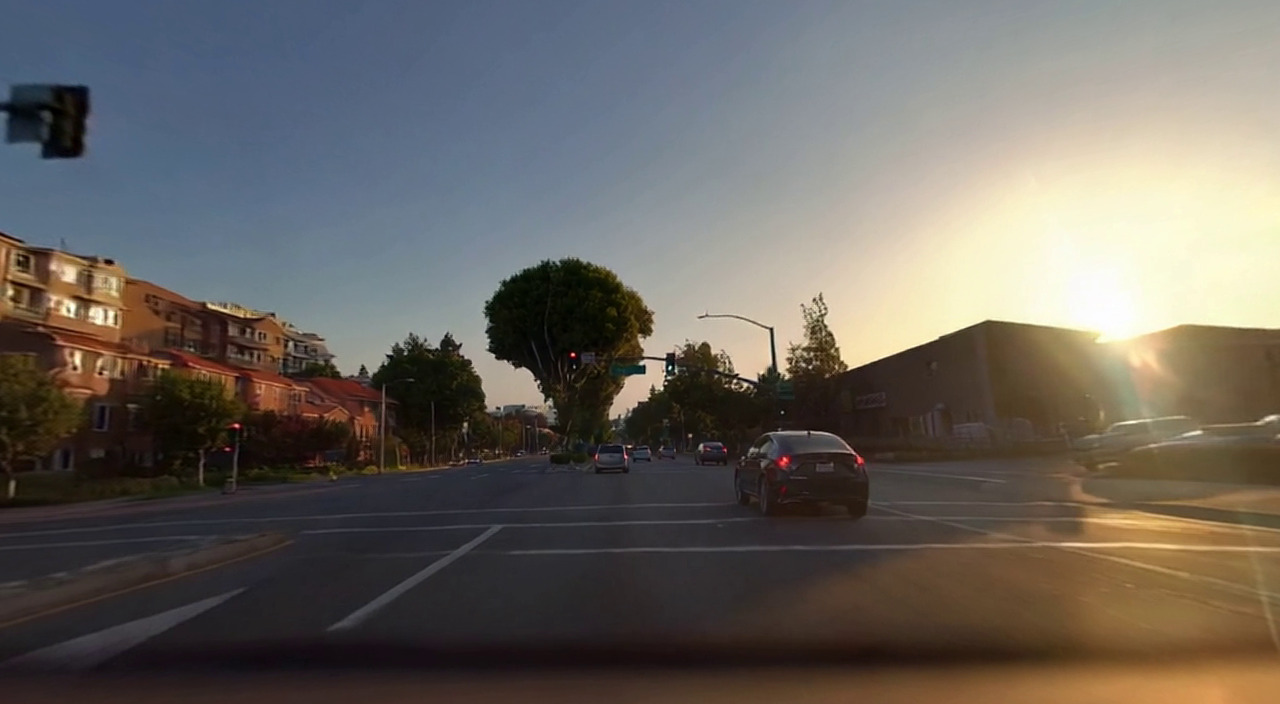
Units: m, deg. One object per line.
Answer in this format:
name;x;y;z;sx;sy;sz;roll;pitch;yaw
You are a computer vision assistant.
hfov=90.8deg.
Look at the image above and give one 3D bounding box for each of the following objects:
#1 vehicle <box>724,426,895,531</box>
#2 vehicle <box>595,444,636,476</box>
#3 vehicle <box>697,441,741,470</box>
vehicle;3.045;2.400;12.554;1.893;1.664;4.670;0;-9;-3
vehicle;-1.345;5.887;34.621;2.101;1.641;4.341;0;-9;-2
vehicle;5.401;7.181;44.027;2.052;1.886;5.297;0;-9;-4
